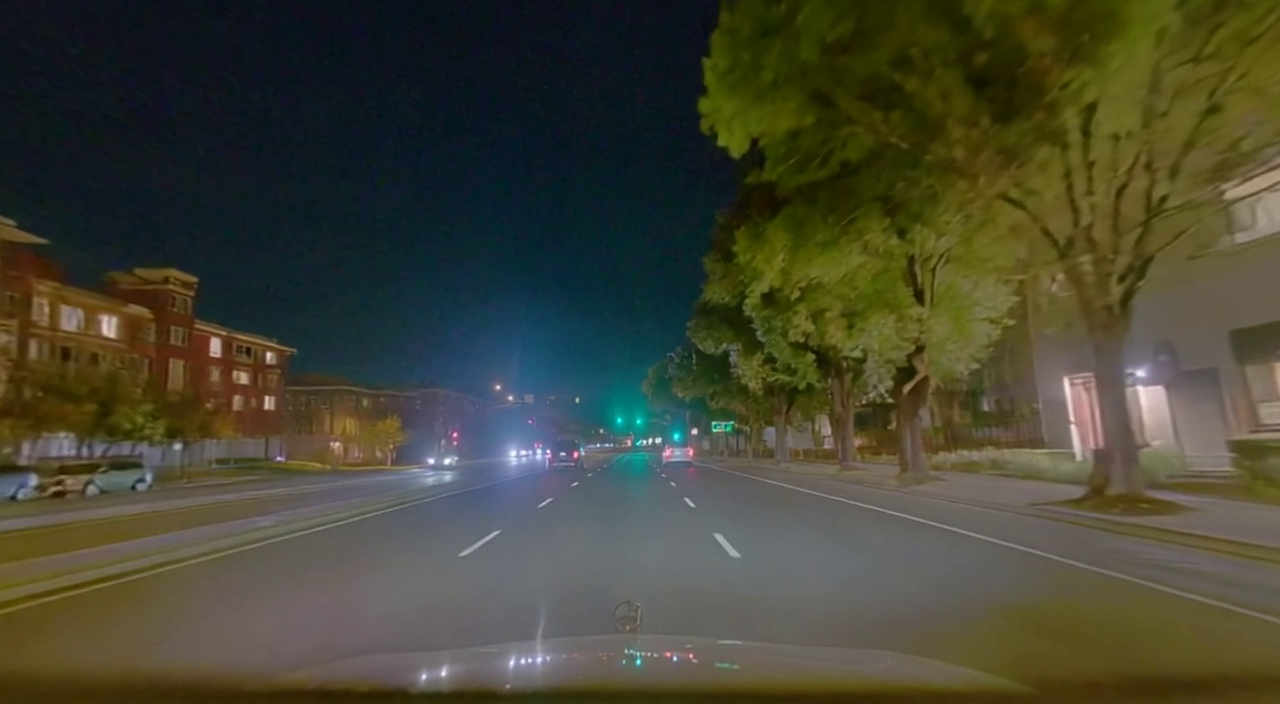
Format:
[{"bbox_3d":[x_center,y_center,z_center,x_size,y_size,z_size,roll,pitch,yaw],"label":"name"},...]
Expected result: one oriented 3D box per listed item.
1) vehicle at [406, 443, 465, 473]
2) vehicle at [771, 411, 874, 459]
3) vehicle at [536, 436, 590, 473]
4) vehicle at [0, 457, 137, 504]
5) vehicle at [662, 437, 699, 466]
[{"bbox_3d":[-12.128,6.276,37.731,2.064,1.657,4.305,0,-8,0],"label":"vehicle"},{"bbox_3d":[14.203,6.523,49.551,7.138,3.555,2.719,1,-9,-3],"label":"vehicle"},{"bbox_3d":[-3.702,5.017,31.026,2.083,1.685,4.069,0,-8,1],"label":"vehicle"},{"bbox_3d":[-22.688,5.024,25.026,1.918,1.586,4.366,0,-8,0],"label":"vehicle"},{"bbox_3d":[2.496,6.274,40.002,2.018,1.719,4.369,0,-8,-1],"label":"vehicle"}]
